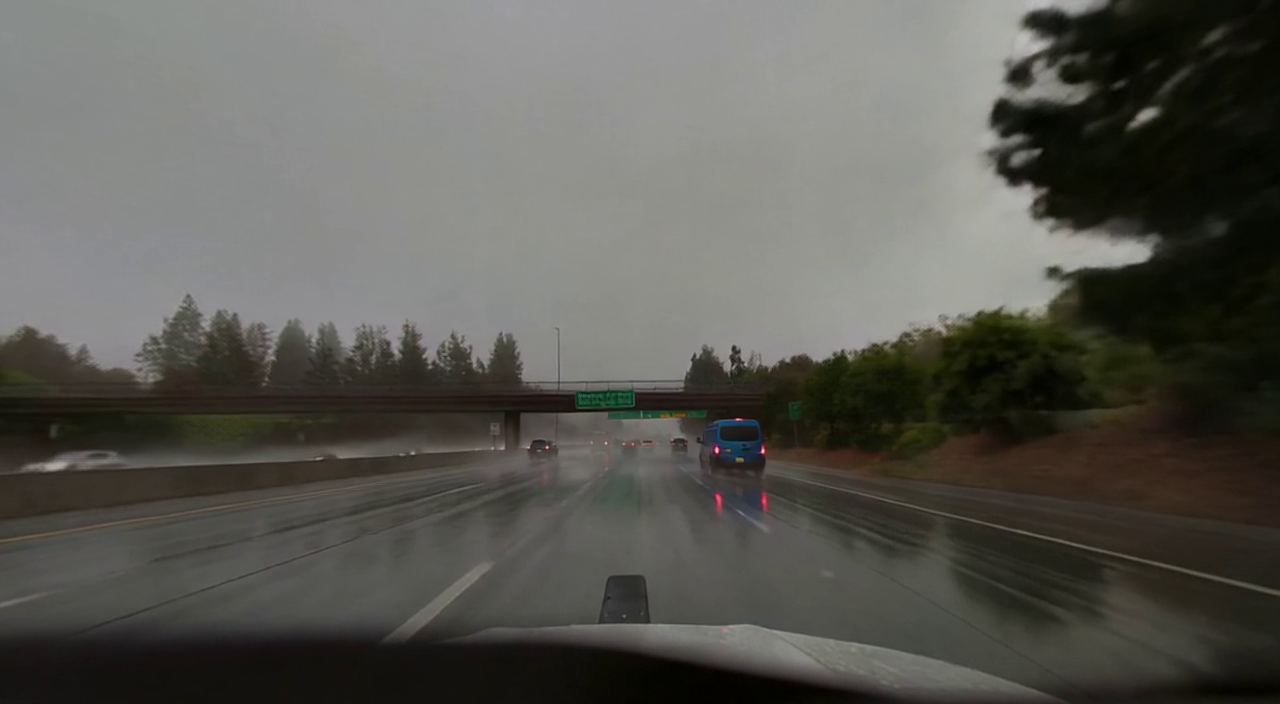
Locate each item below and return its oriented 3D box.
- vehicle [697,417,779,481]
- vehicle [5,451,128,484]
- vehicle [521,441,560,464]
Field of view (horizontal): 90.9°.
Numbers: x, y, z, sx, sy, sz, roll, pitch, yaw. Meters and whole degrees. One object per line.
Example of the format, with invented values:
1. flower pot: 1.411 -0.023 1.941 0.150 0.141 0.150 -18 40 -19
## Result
1. vehicle: 3.764 3.881 25.356 2.347 2.234 5.352 0 -8 -1
2. vehicle: -32.779 6.581 36.319 1.984 1.711 5.368 -1 -8 1
3. vehicle: -7.306 7.418 46.770 2.068 1.632 4.623 -1 -8 1
